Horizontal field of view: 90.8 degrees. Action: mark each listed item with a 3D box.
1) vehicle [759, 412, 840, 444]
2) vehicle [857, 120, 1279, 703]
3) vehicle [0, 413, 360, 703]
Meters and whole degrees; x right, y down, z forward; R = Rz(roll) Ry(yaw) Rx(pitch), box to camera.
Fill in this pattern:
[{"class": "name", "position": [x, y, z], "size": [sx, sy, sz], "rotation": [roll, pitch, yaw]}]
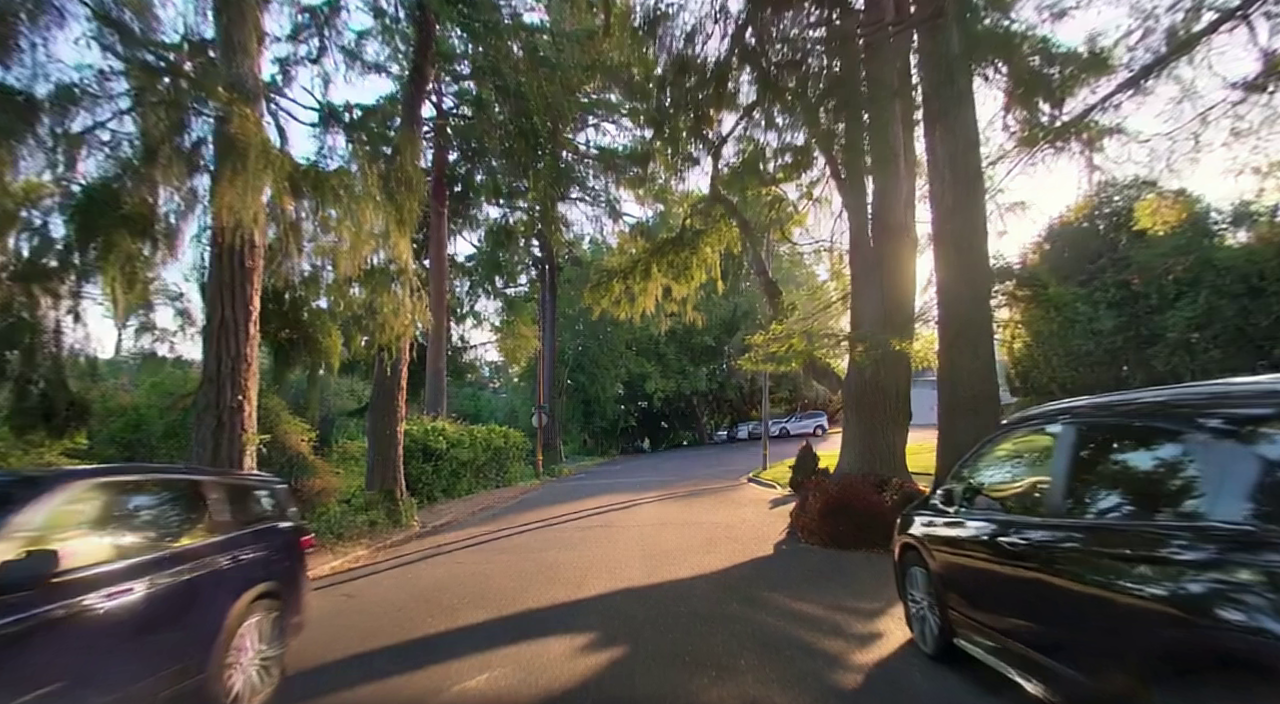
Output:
[{"class": "vehicle", "position": [10.366, 4.984, 41.030], "size": [4.780, 1.984, 1.896], "rotation": [3, -9, -19]}, {"class": "vehicle", "position": [2.953, 0.558, 2.629], "size": [2.245, 2.166, 5.242], "rotation": [0, -9, 0]}, {"class": "vehicle", "position": [-3.128, 1.058, 2.498], "size": [1.980, 1.571, 4.150], "rotation": [-1, -9, 3]}]
